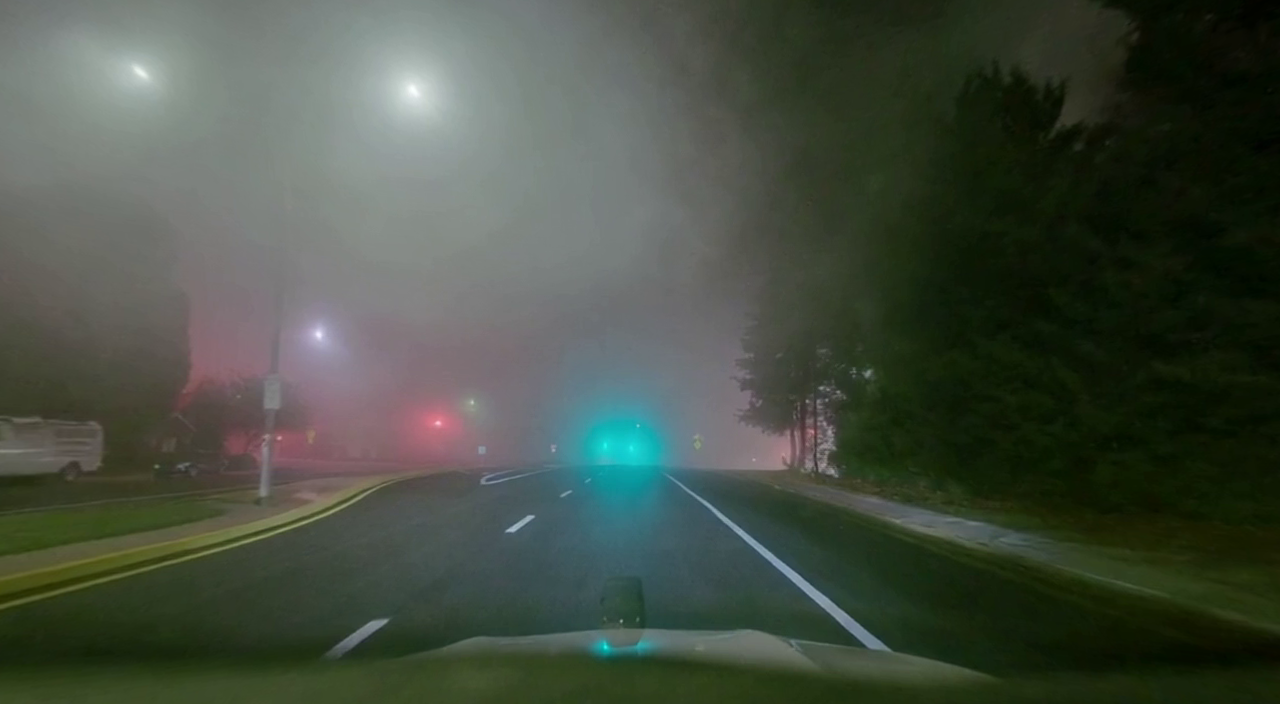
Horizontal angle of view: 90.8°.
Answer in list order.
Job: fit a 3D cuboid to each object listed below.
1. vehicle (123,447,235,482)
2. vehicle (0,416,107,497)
[{"bbox_3d":[-22.721,5.512,31.446,2.049,1.578,4.787,0,-9,-2],"label":"vehicle"},{"bbox_3d":[-22.183,3.628,21.548,2.314,2.597,6.819,-3,-10,-3],"label":"vehicle"}]
